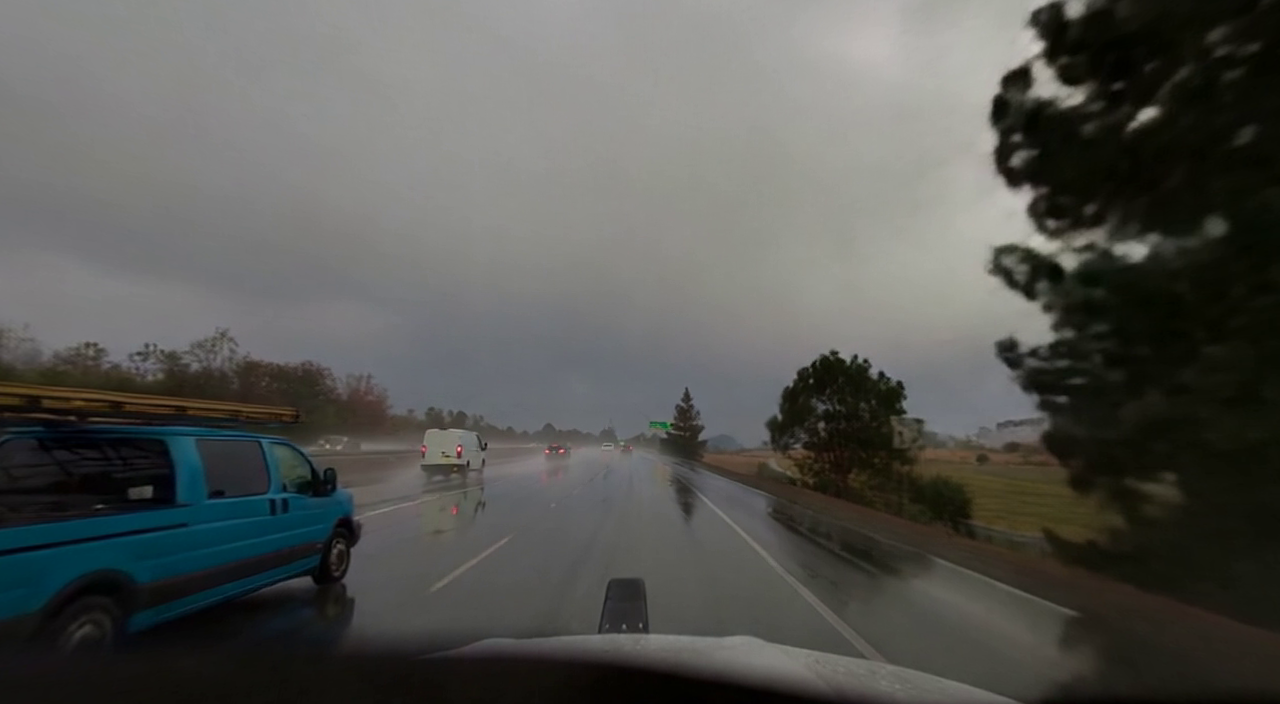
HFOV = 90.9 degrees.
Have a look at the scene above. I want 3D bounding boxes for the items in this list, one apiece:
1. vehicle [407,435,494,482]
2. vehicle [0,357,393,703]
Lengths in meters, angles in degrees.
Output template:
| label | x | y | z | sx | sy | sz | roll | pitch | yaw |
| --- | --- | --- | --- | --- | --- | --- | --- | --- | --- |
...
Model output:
| label | x | y | z | sx | sy | sz | roll | pitch | yaw |
| --- | --- | --- | --- | --- | --- | --- | --- | --- | --- |
| vehicle | -7.680 | 4.349 | 26.071 | 2.093 | 1.752 | 4.771 | 0 | -9 | 0 |
| vehicle | -3.651 | 1.112 | 4.179 | 2.040 | 1.679 | 4.865 | 0 | -9 | 0 |
